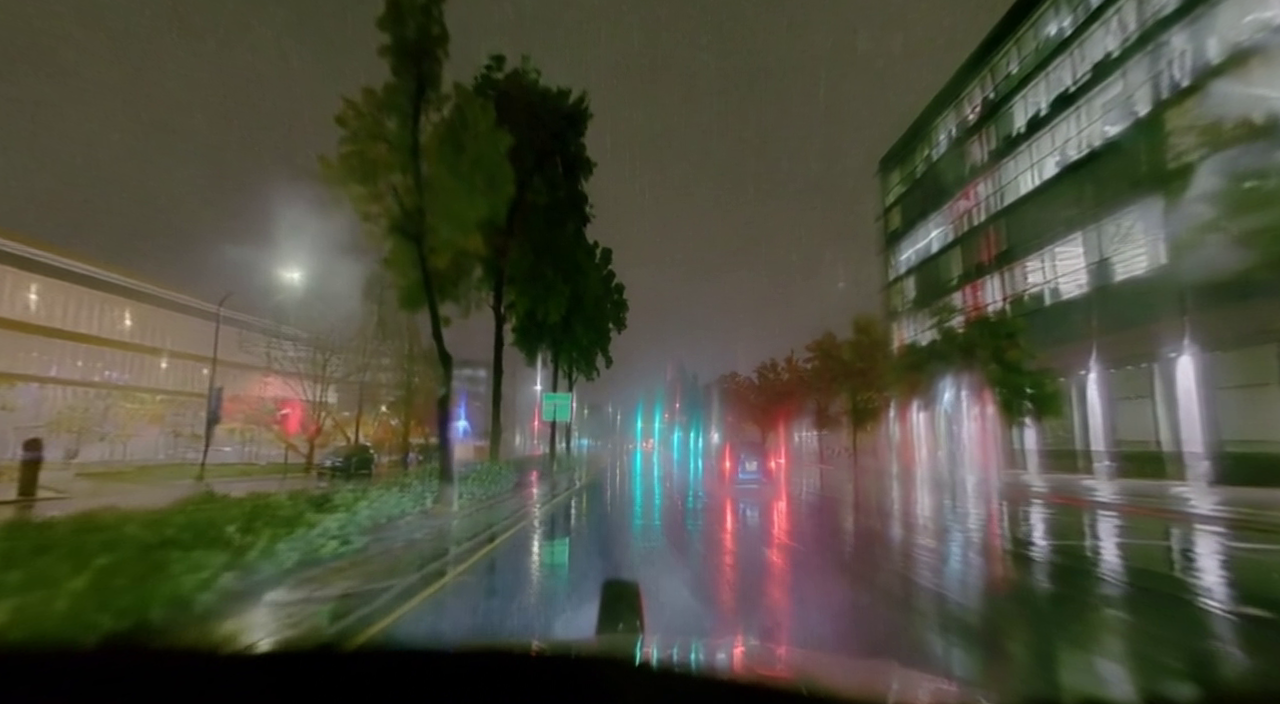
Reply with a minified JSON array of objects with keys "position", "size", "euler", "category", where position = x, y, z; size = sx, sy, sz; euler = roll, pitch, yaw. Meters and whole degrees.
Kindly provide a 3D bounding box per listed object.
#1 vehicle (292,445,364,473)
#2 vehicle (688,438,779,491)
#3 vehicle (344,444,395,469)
[{"position":[-19.649,6.732,40.064],"size":[1.977,1.687,4.909],"euler":[0,-8,1],"category":"vehicle"},{"position":[2.815,3.540,20.220],"size":[2.131,1.491,4.496],"euler":[0,-8,-1],"category":"vehicle"},{"position":[-19.637,7.593,46.000],"size":[1.875,1.734,4.252],"euler":[0,-8,-1],"category":"vehicle"}]
